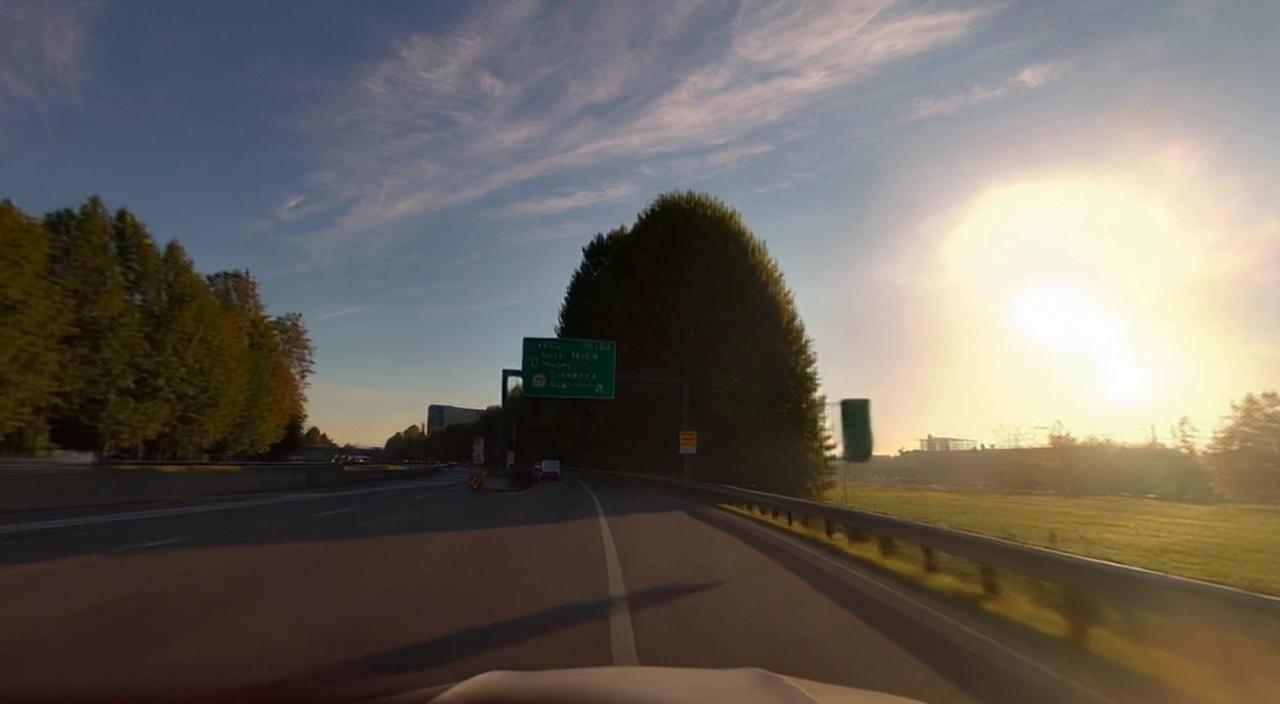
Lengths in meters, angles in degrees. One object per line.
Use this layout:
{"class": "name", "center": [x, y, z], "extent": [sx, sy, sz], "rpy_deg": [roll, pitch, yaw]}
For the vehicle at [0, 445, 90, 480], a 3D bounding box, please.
{"class": "vehicle", "center": [-31.763, 5.791, 32.911], "extent": [1.936, 1.701, 4.864], "rpy_deg": [2, -11, -6]}
